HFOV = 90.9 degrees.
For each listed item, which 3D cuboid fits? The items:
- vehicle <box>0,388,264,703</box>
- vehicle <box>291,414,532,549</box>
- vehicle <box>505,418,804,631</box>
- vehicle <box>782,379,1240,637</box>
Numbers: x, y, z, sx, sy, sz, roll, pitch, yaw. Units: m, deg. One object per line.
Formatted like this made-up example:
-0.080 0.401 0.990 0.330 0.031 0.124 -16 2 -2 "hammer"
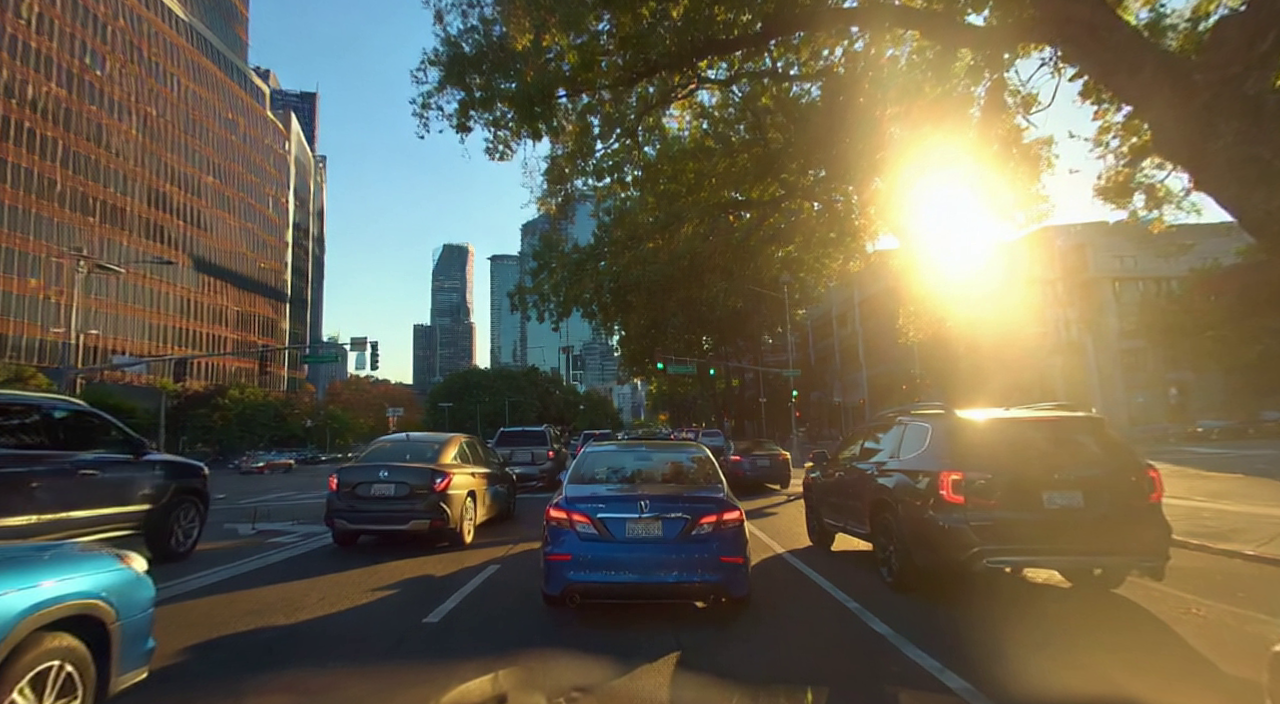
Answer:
-3.378 0.770 1.401 2.144 1.505 4.635 -1 -8 1 "vehicle"
-3.345 2.016 10.463 2.168 1.719 4.561 -1 -8 2 "vehicle"
0.091 1.536 6.587 2.147 1.507 3.953 0 -8 0 "vehicle"
3.095 1.404 6.650 2.108 1.785 4.334 0 -8 -1 "vehicle"
